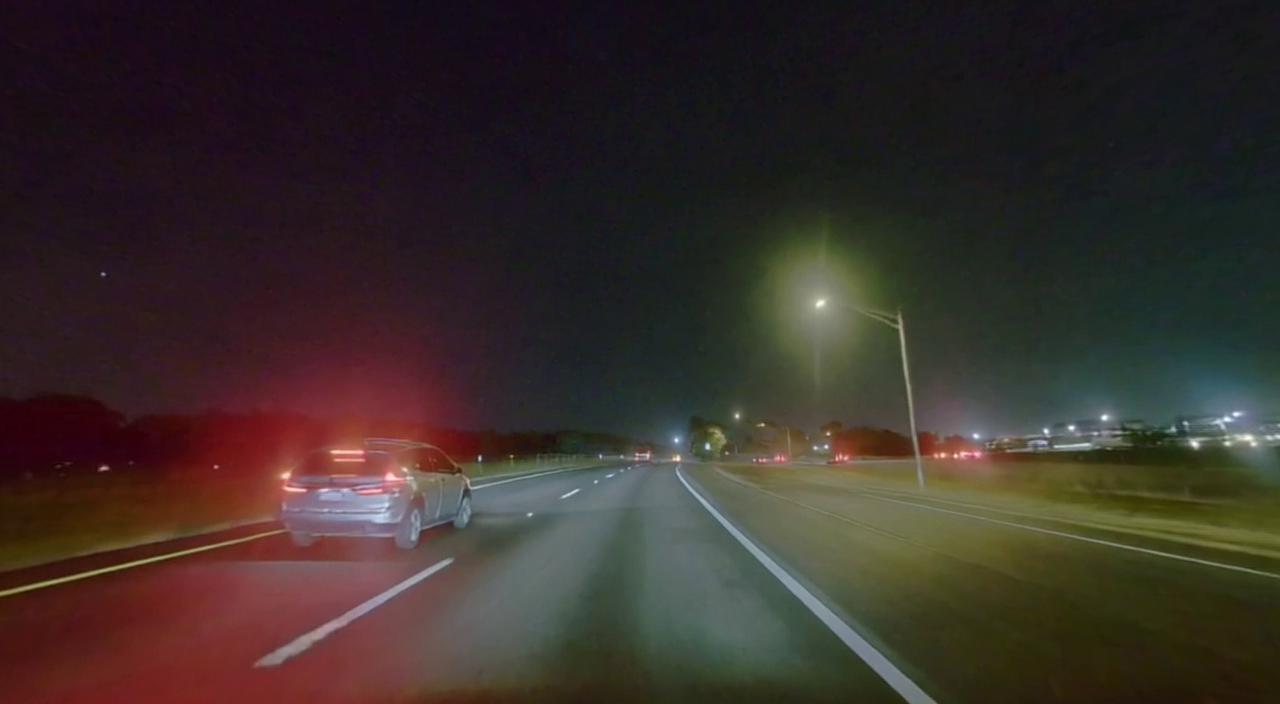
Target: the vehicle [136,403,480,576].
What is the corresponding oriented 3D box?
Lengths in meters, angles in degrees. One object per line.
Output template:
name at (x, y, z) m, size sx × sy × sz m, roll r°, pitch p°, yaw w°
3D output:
vehicle at (-4.048, 1.786, 8.942) m, size 2.193 × 1.771 × 4.757 m, roll 0°, pitch -9°, yaw 1°
